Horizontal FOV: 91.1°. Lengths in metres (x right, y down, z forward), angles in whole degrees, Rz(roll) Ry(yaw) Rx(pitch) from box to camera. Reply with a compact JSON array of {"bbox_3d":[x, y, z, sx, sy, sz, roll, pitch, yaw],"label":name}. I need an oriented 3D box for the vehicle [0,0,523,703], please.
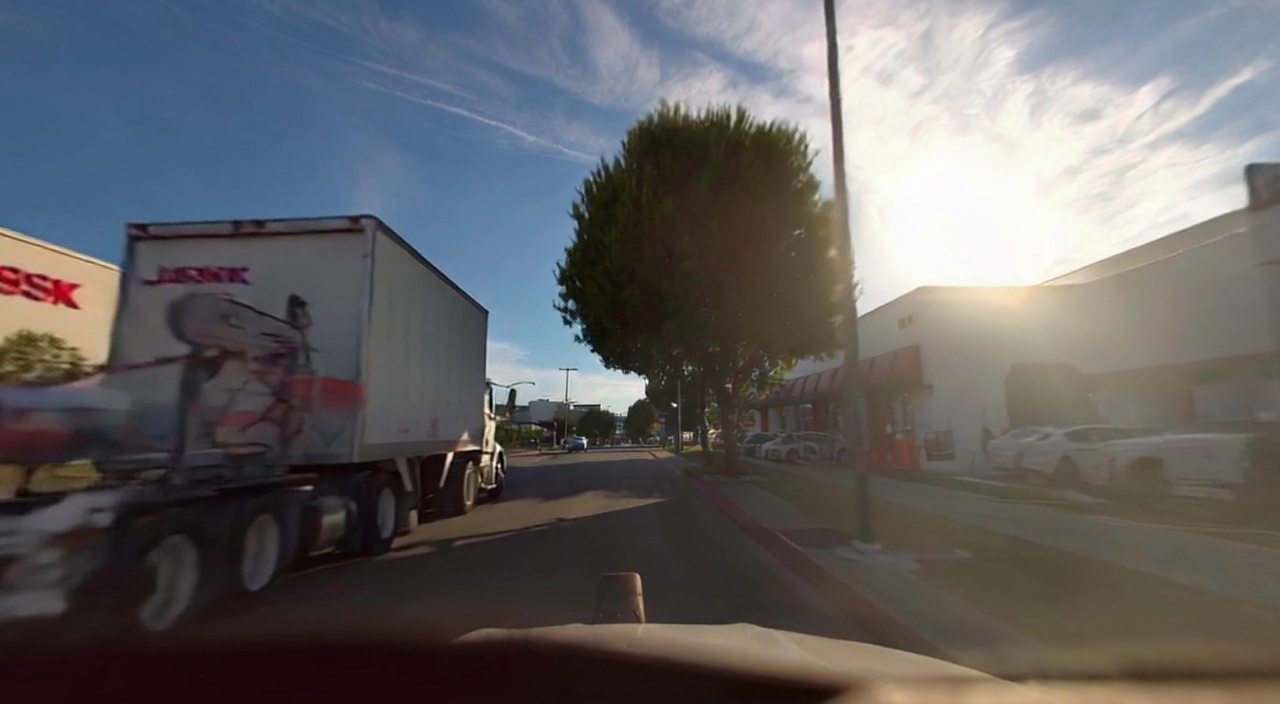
[{"bbox_3d":[-4.844,0.484,10.051,2.976,4.754,15.127,0,-7,0],"label":"vehicle"}]
